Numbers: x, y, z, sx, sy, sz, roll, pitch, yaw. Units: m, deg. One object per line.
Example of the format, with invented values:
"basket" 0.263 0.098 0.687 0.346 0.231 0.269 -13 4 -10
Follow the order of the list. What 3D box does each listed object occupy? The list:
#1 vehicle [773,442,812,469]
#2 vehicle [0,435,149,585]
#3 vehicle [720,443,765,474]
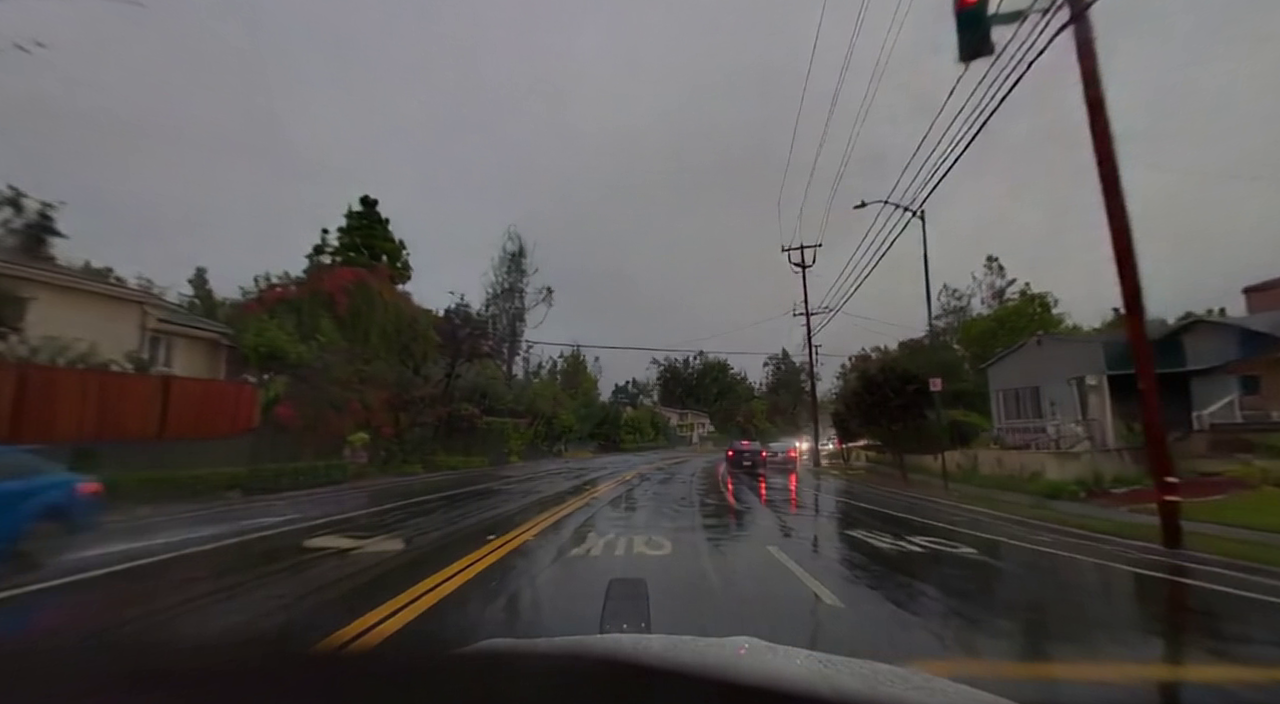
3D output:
"vehicle" 9.942 6.757 41.309 2.027 1.674 4.256 -1 -8 7
"vehicle" -7.336 1.509 5.835 1.985 1.463 4.294 -1 -8 3
"vehicle" 5.311 5.559 33.162 1.951 1.479 4.487 -1 -8 4
